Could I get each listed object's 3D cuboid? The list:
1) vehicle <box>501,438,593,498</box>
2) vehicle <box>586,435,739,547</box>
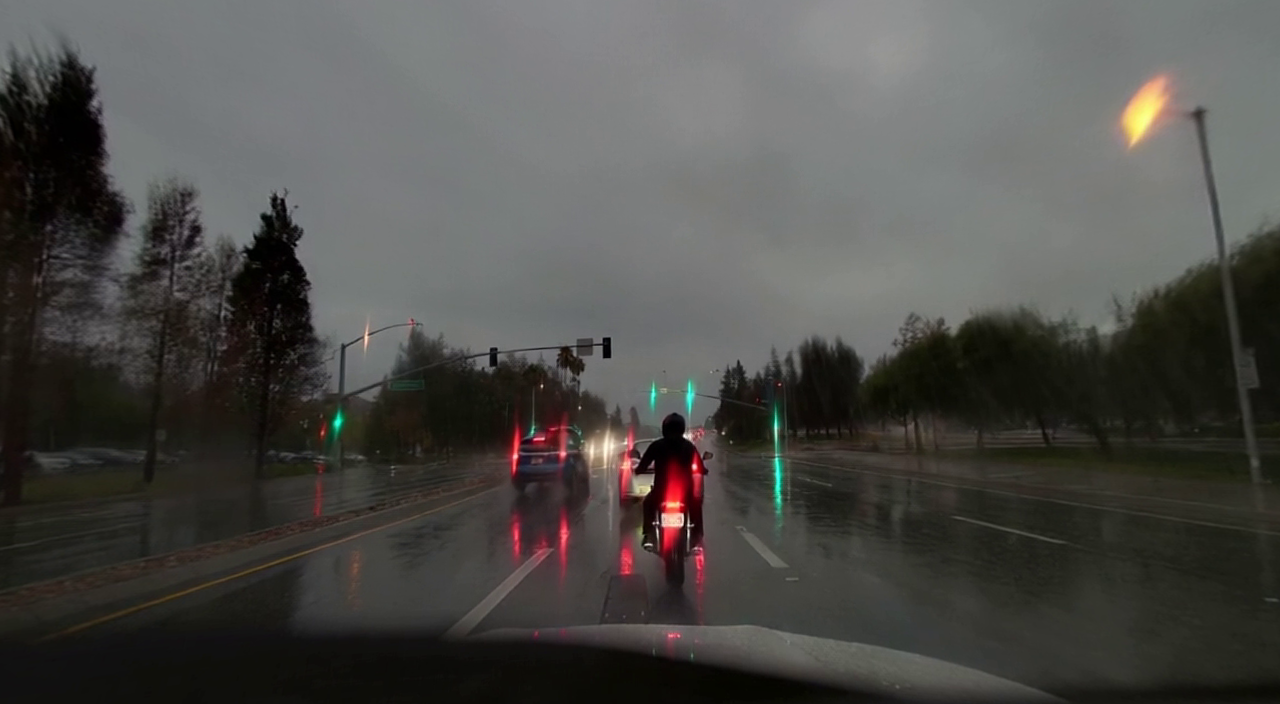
[{"bbox_3d":[-2.550,3.280,18.258,1.979,1.499,3.840,-1,-8,2],"label":"vehicle"},{"bbox_3d":[0.326,2.168,10.658,2.009,1.450,4.608,-1,-8,1],"label":"vehicle"}]
